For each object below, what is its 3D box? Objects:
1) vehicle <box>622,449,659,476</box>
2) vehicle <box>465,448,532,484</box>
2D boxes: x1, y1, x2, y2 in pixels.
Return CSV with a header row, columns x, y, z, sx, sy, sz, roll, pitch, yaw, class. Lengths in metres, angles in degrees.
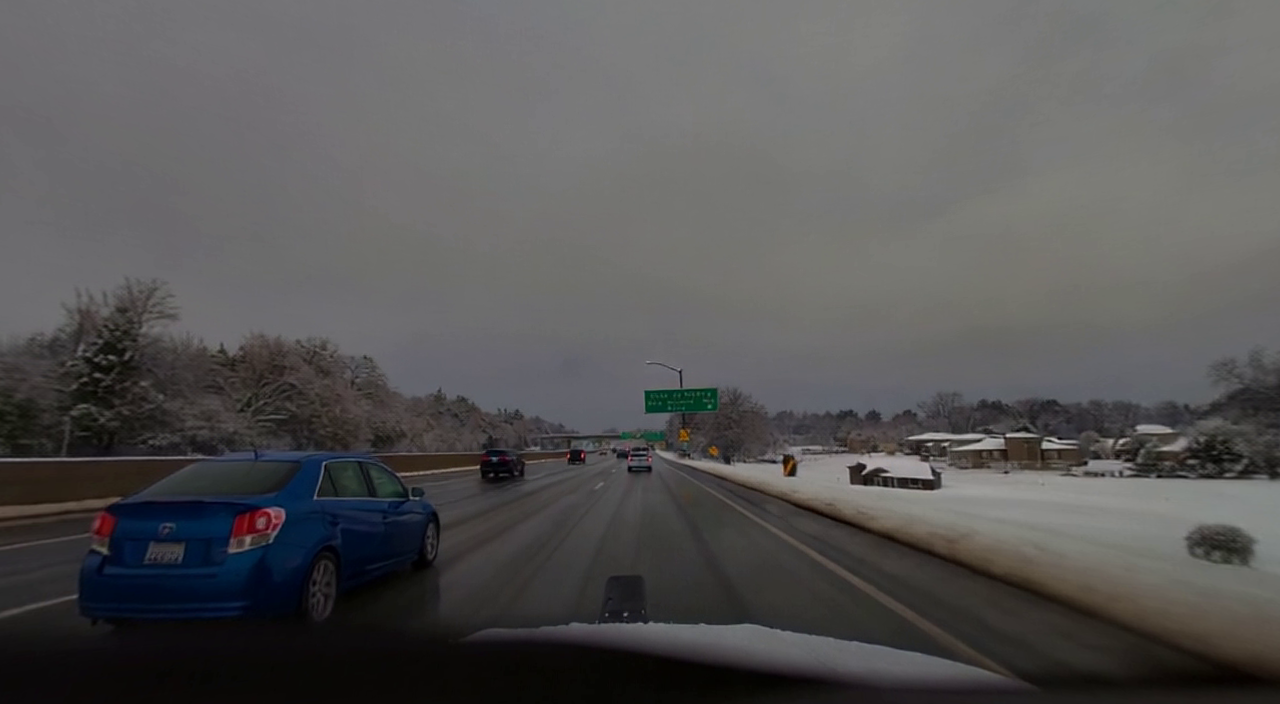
x,y,z,sx,sy,sz,roll,pitch,yaw,class
0.000,6.432,36.846,2.051,1.443,3.770,0,-8,0,vehicle
-6.431,5.218,29.188,2.075,1.528,4.327,0,-8,1,vehicle
